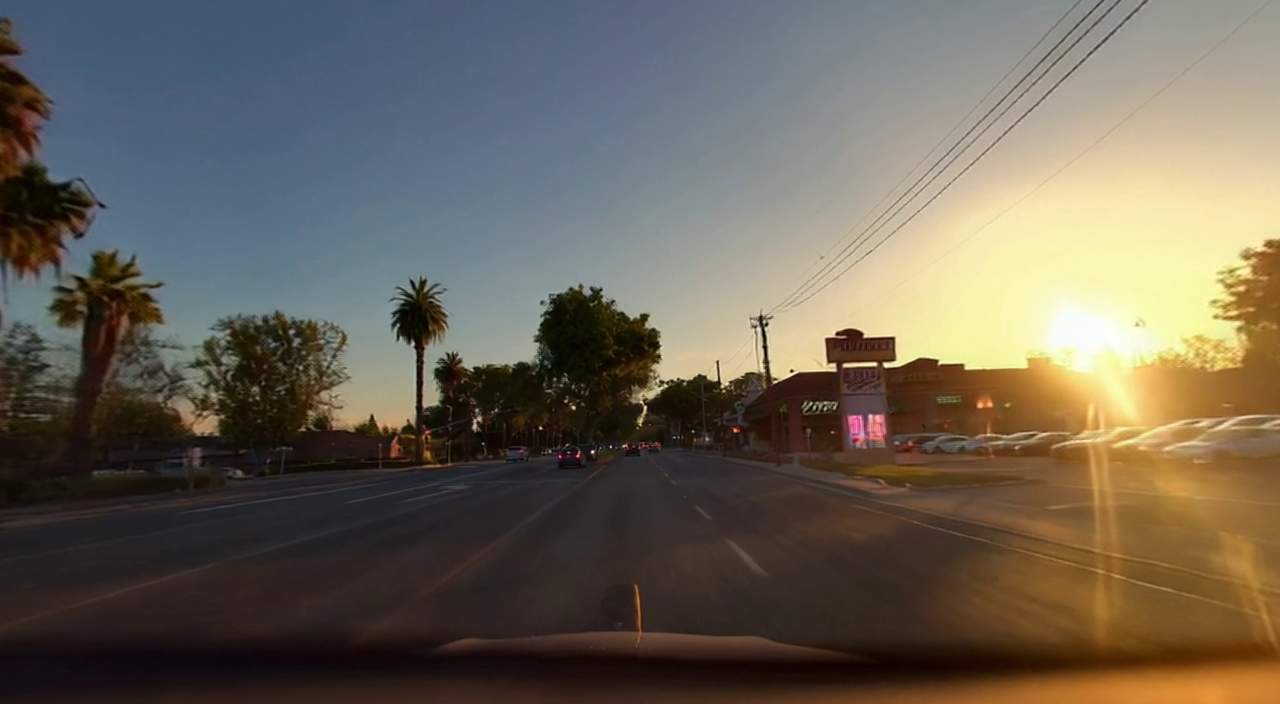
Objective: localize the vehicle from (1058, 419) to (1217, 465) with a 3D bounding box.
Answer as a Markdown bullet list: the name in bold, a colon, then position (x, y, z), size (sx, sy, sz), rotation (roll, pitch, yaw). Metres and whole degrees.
- **vehicle**: position (21.217, 3.907, 27.259), size (4.764, 1.846, 2.370), rotation (-4, -9, 21)

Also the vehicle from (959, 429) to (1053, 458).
- **vehicle**: position (21.263, 5.386, 36.894), size (4.505, 1.584, 2.015), rotation (-5, -10, 27)

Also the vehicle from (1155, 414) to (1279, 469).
- **vehicle**: position (20.692, 3.033, 21.397), size (4.548, 1.741, 1.971), rotation (-5, -10, 26)

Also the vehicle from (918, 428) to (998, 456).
- **vehicle**: position (21.527, 6.134, 42.920), size (4.600, 1.677, 1.980), rotation (-6, -11, 26)

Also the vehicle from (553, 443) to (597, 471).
- **vehicle**: position (-3.770, 6.150, 37.182), size (2.181, 1.483, 4.123), rotation (0, -9, -1)

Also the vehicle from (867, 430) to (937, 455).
- **vehicle**: position (20.518, 7.123, 49.501), size (4.753, 1.809, 2.016), rotation (-6, -9, 30)
